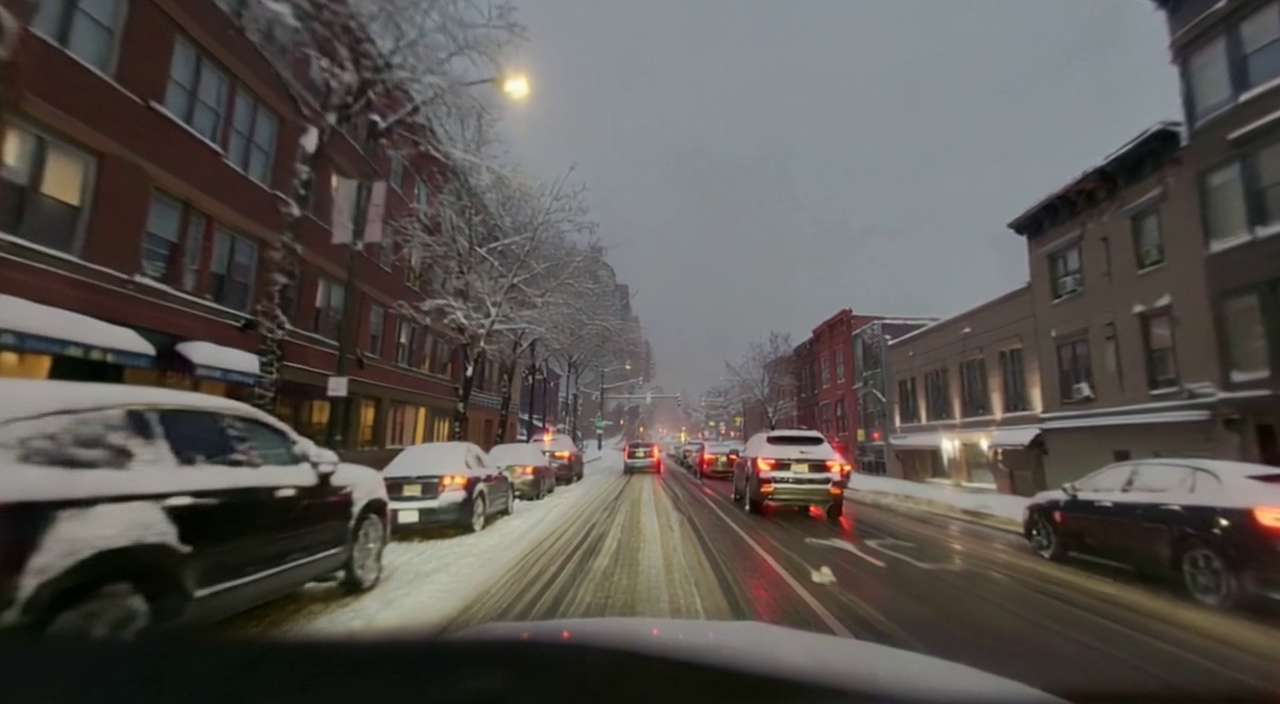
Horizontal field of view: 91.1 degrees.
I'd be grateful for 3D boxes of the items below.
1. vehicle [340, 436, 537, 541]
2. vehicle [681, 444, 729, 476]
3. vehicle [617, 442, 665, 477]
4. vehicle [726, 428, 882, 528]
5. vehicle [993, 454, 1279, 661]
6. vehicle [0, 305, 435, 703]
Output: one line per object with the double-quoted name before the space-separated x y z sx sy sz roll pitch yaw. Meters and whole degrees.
"vehicle" -3.235 2.272 11.172 1.863 1.466 4.416 0 -8 3
"vehicle" 3.230 5.456 32.071 1.966 1.475 4.528 0 -8 0
"vehicle" 0.050 4.759 28.089 2.007 1.460 3.923 0 -8 0
"vehicle" 3.134 2.506 13.143 2.002 1.707 4.547 0 -8 0
"vehicle" 6.233 2.036 7.289 1.913 1.624 4.116 0 -8 2
"vehicle" -3.404 1.051 4.318 2.142 1.832 5.373 0 -8 0
